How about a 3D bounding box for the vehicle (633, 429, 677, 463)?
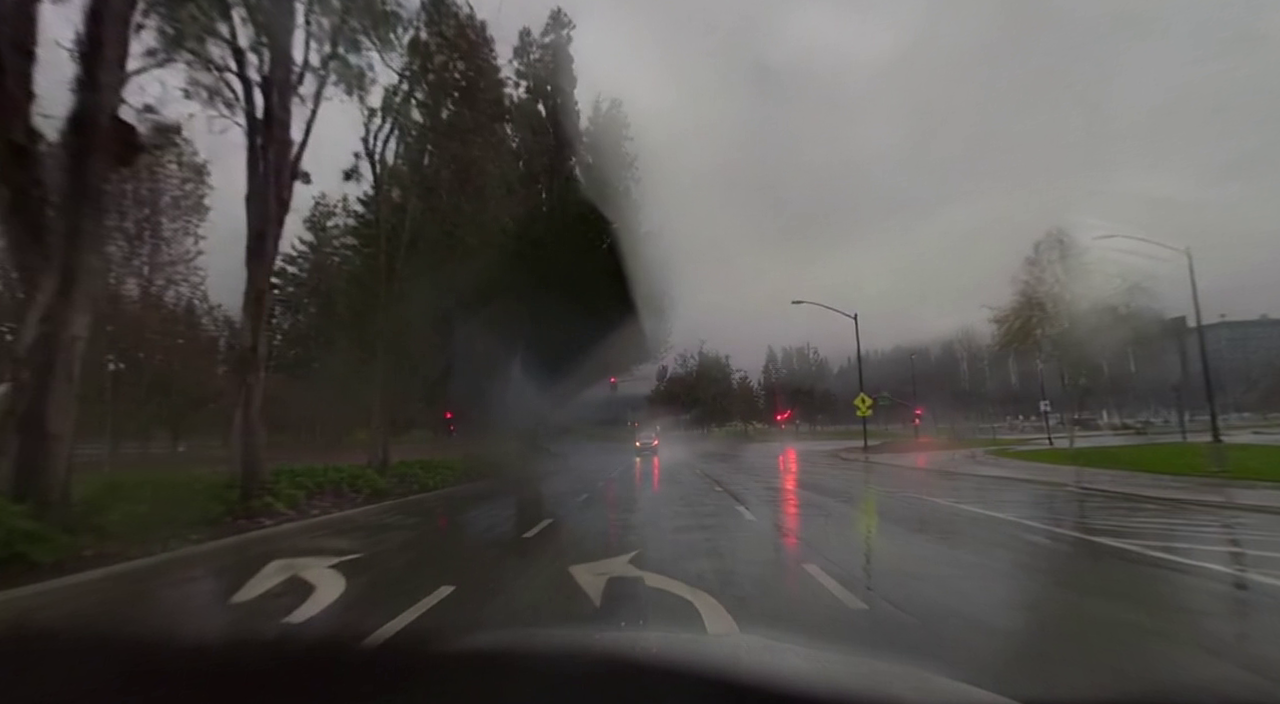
[{"bbox_3d":[0.844,5.232,35.025,2.298,1.770,4.138,0,-8,2],"label":"vehicle"}]
